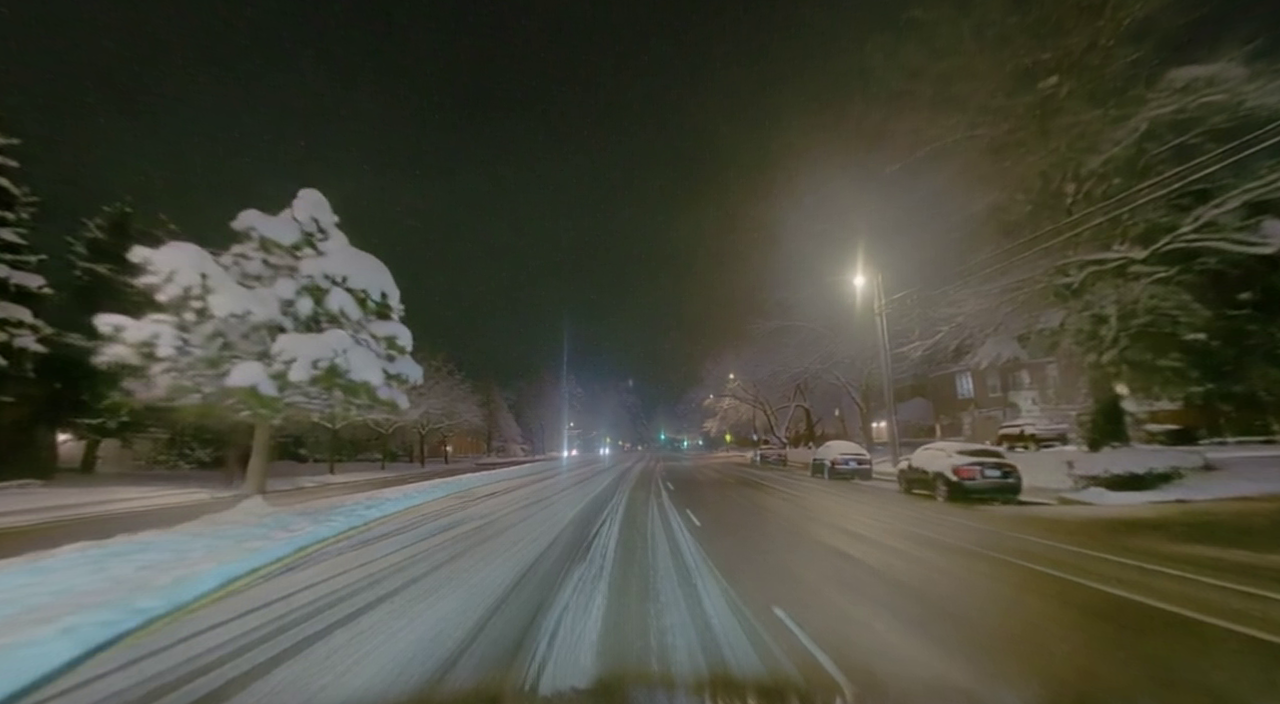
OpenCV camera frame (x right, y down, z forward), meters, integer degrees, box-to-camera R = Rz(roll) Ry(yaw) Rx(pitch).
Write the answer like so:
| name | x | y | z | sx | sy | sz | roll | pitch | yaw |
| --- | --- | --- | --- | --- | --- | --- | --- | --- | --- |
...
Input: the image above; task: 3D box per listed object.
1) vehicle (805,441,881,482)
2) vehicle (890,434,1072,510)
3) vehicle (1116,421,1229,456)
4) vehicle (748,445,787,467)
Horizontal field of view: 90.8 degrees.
| name | x | y | z | sx | sy | sz | roll | pitch | yaw |
| --- | --- | --- | --- | --- | --- | --- | --- | --- | --- |
| vehicle | 9.164 | 4.960 | 28.960 | 1.990 | 1.728 | 4.597 | 0 | -9 | 1 |
| vehicle | 8.750 | 3.098 | 16.869 | 2.192 | 1.714 | 4.885 | 0 | -9 | 1 |
| vehicle | 25.923 | 4.291 | 30.976 | 1.878 | 1.581 | 4.259 | 0 | -9 | 2 |
| vehicle | 9.510 | 7.754 | 47.440 | 2.076 | 1.547 | 4.398 | 0 | -9 | 1 |
